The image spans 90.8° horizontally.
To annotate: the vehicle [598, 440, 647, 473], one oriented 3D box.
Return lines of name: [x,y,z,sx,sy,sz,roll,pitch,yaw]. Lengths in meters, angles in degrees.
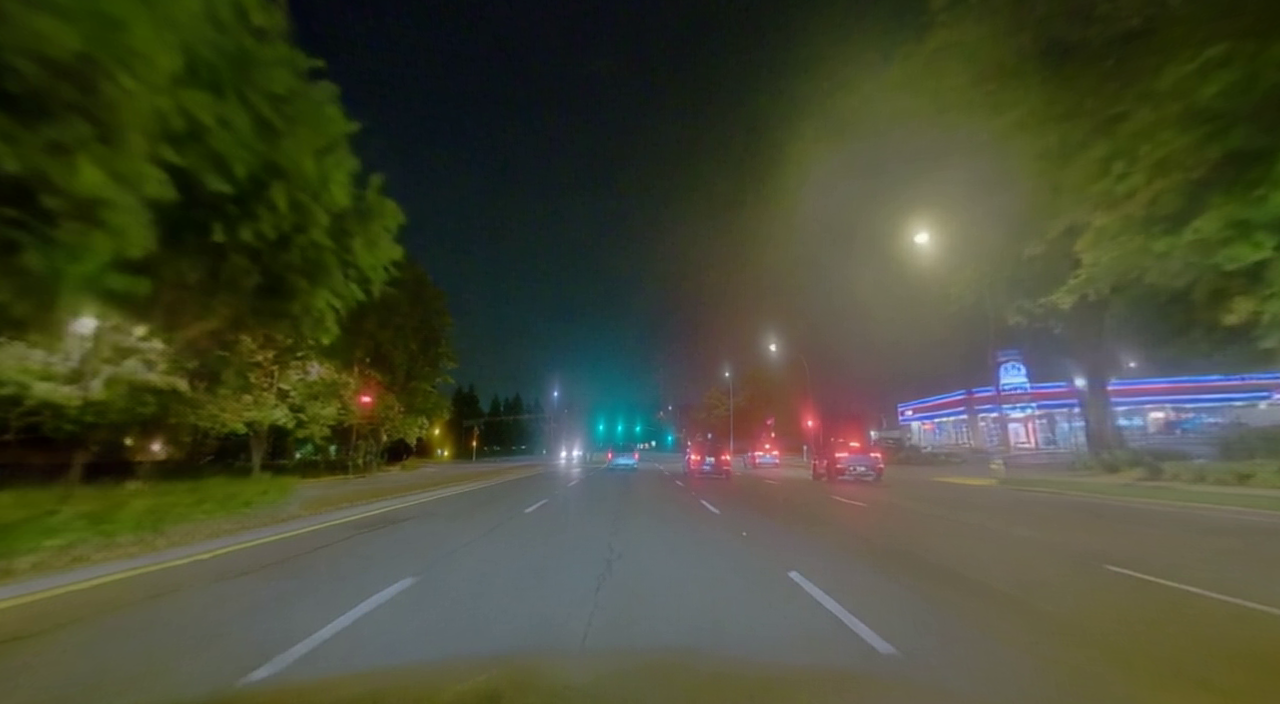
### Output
vehicle: [-0.800,5.097,31.047,2.242,1.474,4.127,0,-8,0]

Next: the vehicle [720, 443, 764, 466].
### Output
vehicle: [6.336,6.399,39.637,2.068,1.393,3.874,0,-8,-1]

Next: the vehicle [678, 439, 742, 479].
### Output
vehicle: [2.831,4.448,26.617,2.057,1.491,4.675,0,-8,-1]
